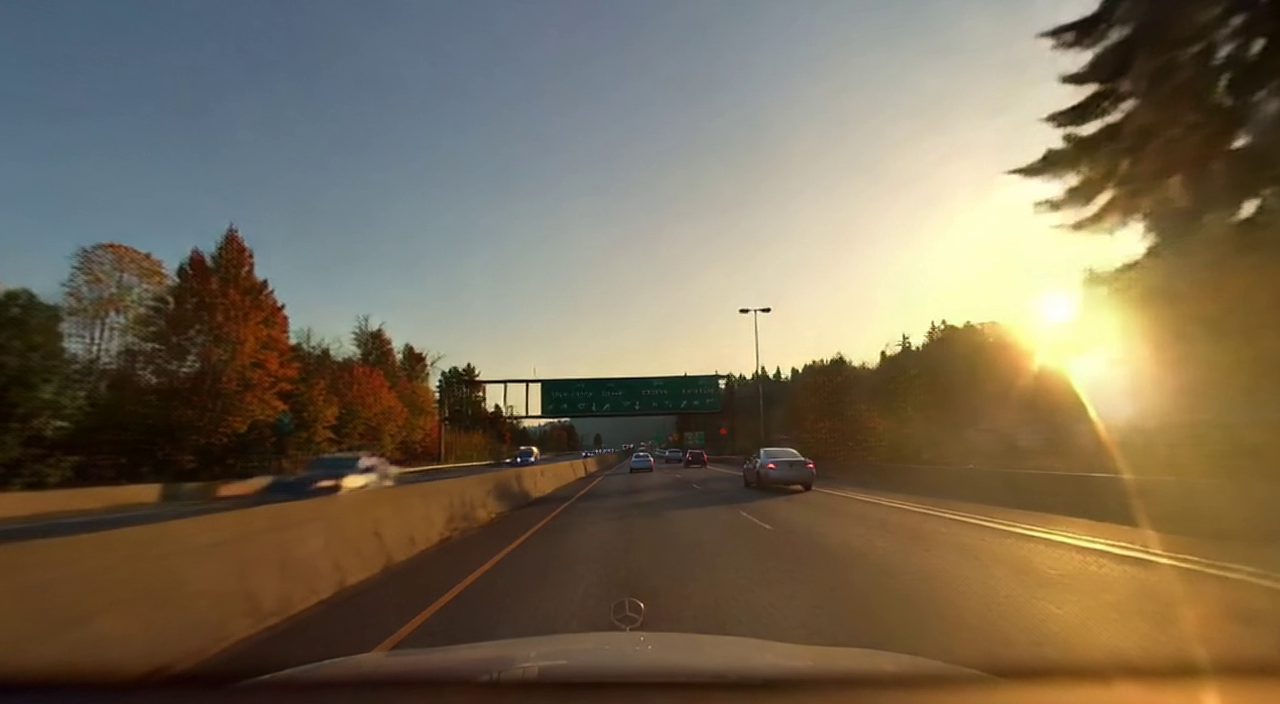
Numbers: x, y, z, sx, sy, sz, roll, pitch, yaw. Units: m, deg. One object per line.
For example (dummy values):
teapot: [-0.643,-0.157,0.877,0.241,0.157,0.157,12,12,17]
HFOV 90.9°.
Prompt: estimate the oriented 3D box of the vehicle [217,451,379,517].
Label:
vehicle: [-8.611,3.323,16.393,1.884,1.459,4.223,0,-9,-1]

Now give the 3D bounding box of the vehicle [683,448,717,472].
vehicle: [4.194,7.568,44.509,1.935,1.594,3.981,0,-9,-1]

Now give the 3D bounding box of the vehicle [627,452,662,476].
vehicle: [0.247,6.724,38.085,2.012,1.320,3.777,0,-9,0]

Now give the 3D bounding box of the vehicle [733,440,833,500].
vehicle: [4.286,3.604,19.633,1.969,1.639,4.472,0,-9,-1]
